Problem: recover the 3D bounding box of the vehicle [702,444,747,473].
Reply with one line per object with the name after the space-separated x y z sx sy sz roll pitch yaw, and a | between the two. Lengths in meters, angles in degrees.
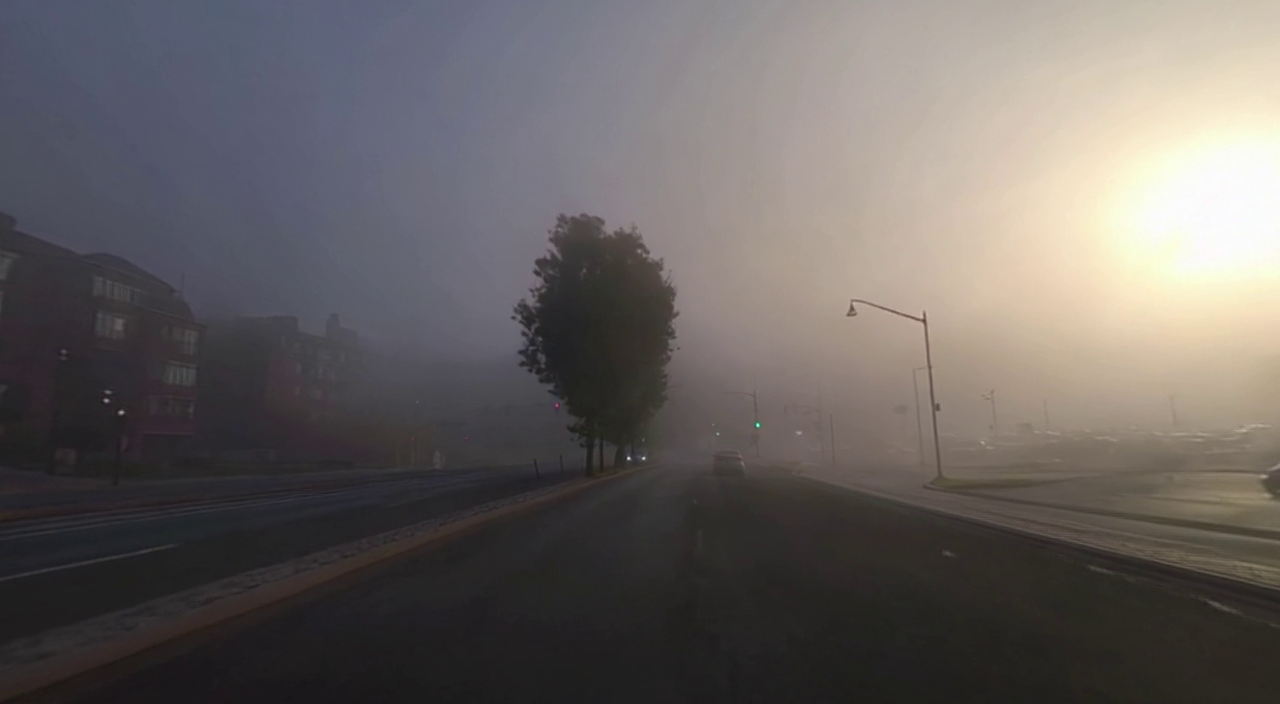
4.694 5.989 35.747 2.133 1.481 4.276 -1 -9 3 | vehicle
